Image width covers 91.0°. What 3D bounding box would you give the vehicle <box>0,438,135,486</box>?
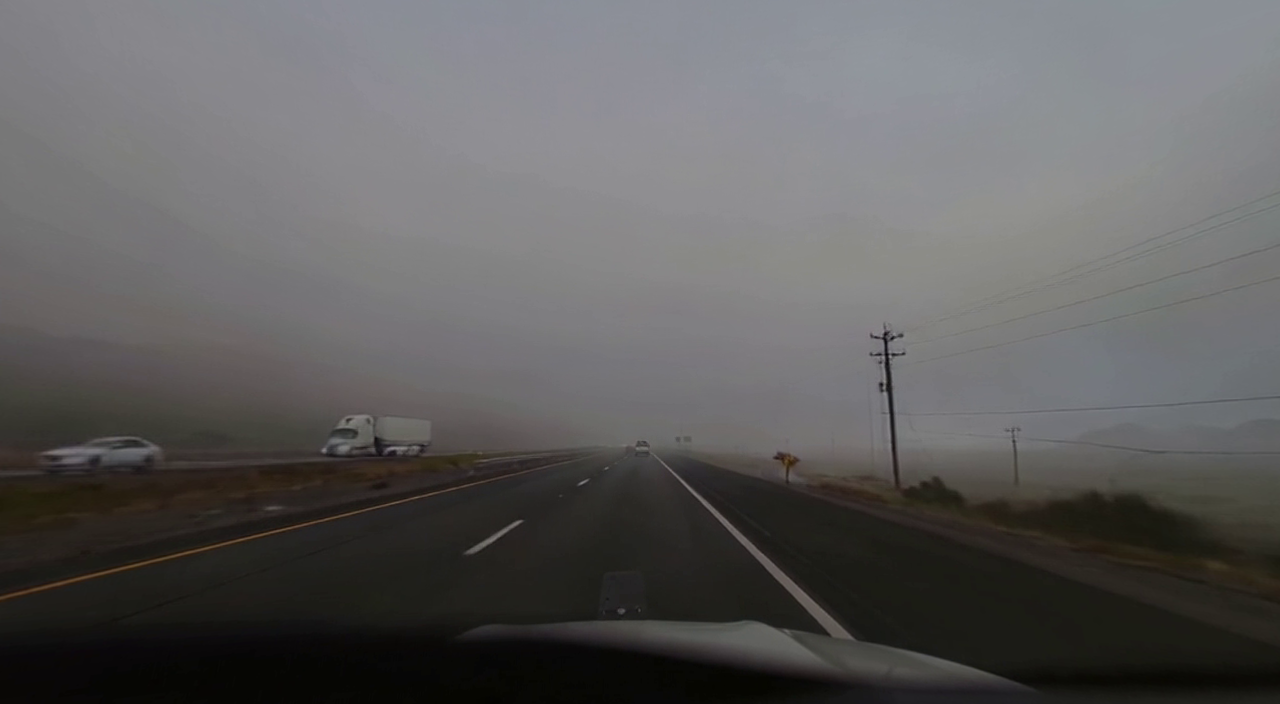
[{"bbox_3d":[-21.022,3.885,22.589,1.904,1.510,4.548,0,-8,2],"label":"vehicle"}]
